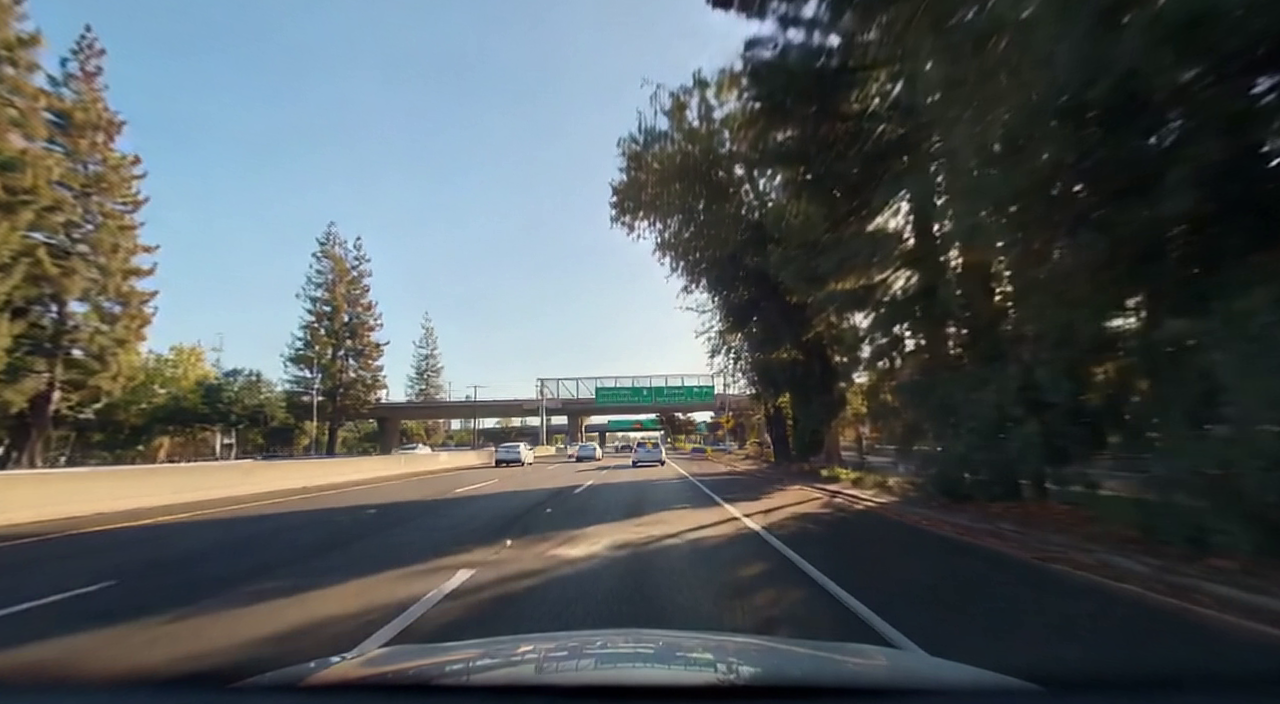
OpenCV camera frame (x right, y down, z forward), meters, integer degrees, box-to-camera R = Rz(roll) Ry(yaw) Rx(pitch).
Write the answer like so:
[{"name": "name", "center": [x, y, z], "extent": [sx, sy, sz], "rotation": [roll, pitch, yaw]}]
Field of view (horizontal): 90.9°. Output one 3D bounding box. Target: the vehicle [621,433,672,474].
[{"name": "vehicle", "center": [0.285, 4.627, 28.905], "extent": [2.152, 1.697, 4.066], "rotation": [0, -8, 0]}]

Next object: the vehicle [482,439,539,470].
[{"name": "vehicle", "center": [-7.307, 5.831, 36.105], "extent": [2.139, 1.653, 4.614], "rotation": [0, -8, 2]}]

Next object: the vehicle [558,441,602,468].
[{"name": "vehicle", "center": [-3.415, 5.957, 36.895], "extent": [2.056, 1.464, 4.564], "rotation": [0, -8, 1]}]

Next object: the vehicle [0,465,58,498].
[{"name": "vehicle", "center": [-36.467, 7.623, 37.361], "extent": [1.916, 1.664, 4.530], "rotation": [5, -10, -31]}]
